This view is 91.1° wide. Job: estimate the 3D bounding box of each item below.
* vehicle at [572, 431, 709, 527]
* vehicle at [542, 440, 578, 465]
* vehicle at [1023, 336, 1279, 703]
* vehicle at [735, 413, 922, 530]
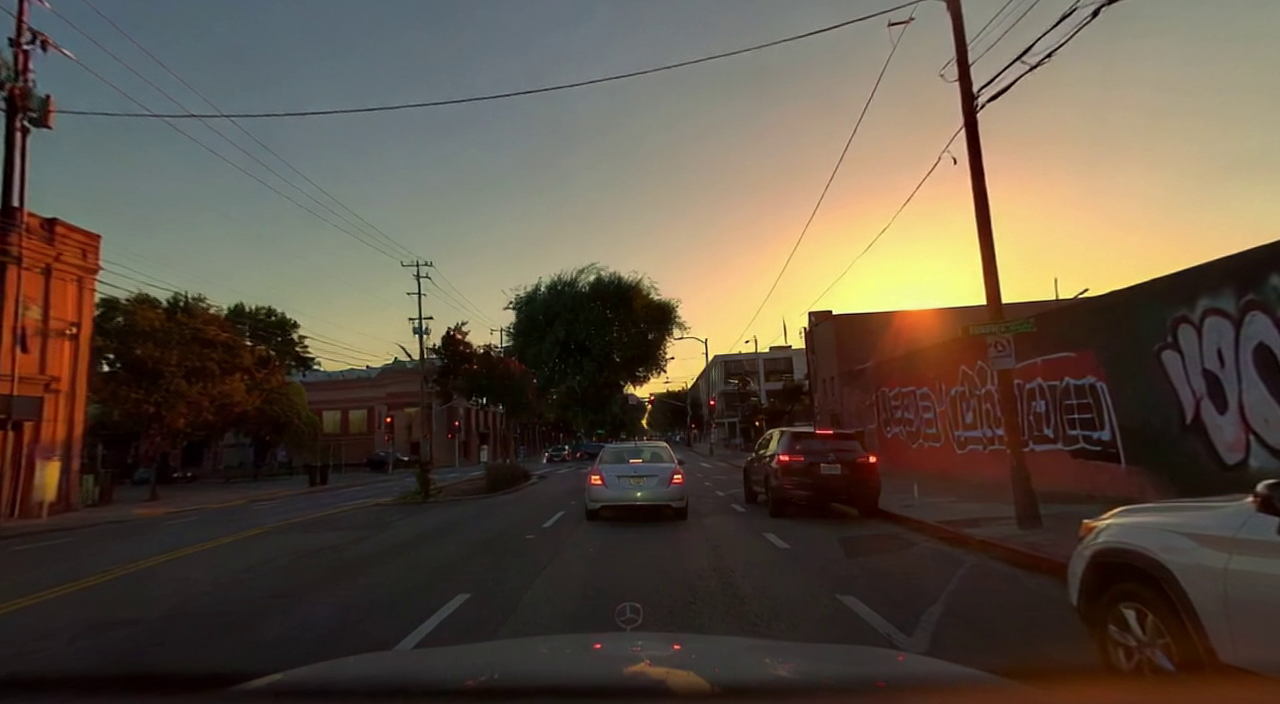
[{"bbox_3d":[0.046,2.349,12.223,2.153,1.505,4.452,0,-8,1],"label":"vehicle"},{"bbox_3d":[-5.697,7.253,45.306,2.059,1.699,4.252,0,-8,0],"label":"vehicle"},{"bbox_3d":[3.291,0.692,1.532,1.938,1.714,4.402,0,-8,1],"label":"vehicle"},{"bbox_3d":[3.261,2.189,12.037,2.060,1.783,4.579,0,-8,-1],"label":"vehicle"}]
